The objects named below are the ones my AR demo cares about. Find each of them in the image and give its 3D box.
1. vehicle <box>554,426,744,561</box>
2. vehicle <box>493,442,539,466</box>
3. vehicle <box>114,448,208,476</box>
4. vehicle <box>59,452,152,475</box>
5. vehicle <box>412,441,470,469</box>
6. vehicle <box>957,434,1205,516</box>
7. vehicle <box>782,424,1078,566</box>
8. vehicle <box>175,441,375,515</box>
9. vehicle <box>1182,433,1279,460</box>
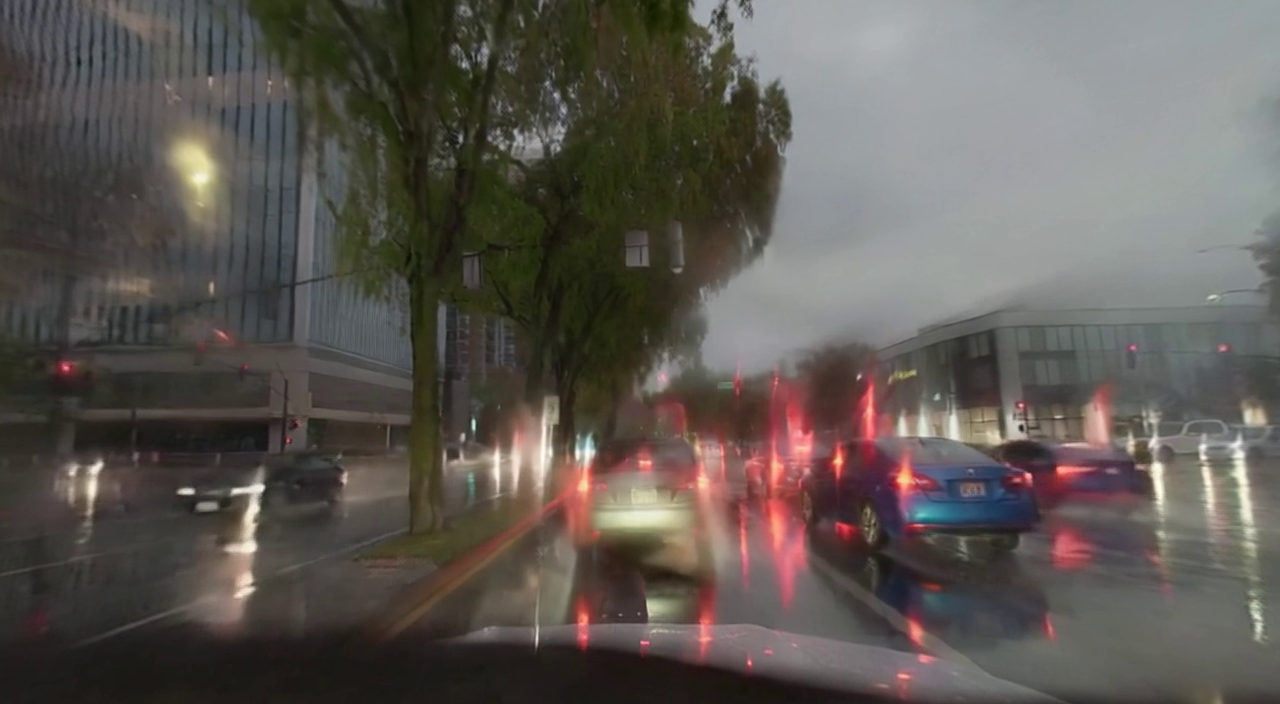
[{"bbox_3d":[0.074,1.870,9.026,2.087,1.468,4.014,0,-9,-1],"label":"vehicle"},{"bbox_3d":[-8.277,6.825,42.448,2.090,1.475,4.616,0,-9,1],"label":"vehicle"},{"bbox_3d":[-26.705,6.138,35.311,3.657,1.528,1.783,1,-9,-4],"label":"vehicle"},{"bbox_3d":[-36.390,7.592,43.138,4.423,1.470,1.877,1,-9,-7],"label":"vehicle"},{"bbox_3d":[-12.594,6.555,40.324,2.166,1.659,4.654,0,-9,1],"label":"vehicle"},{"bbox_3d":[9.214,2.585,13.816,2.086,1.483,4.408,0,-9,-3],"label":"vehicle"},{"bbox_3d":[3.595,1.869,9.028,2.018,1.491,4.544,0,-9,-1],"label":"vehicle"},{"bbox_3d":[-8.470,2.942,15.307,2.004,1.476,4.671,0,-9,1],"label":"vehicle"},{"bbox_3d":[35.175,5.596,37.472,4.190,1.535,1.998,0,-9,-1],"label":"vehicle"}]
